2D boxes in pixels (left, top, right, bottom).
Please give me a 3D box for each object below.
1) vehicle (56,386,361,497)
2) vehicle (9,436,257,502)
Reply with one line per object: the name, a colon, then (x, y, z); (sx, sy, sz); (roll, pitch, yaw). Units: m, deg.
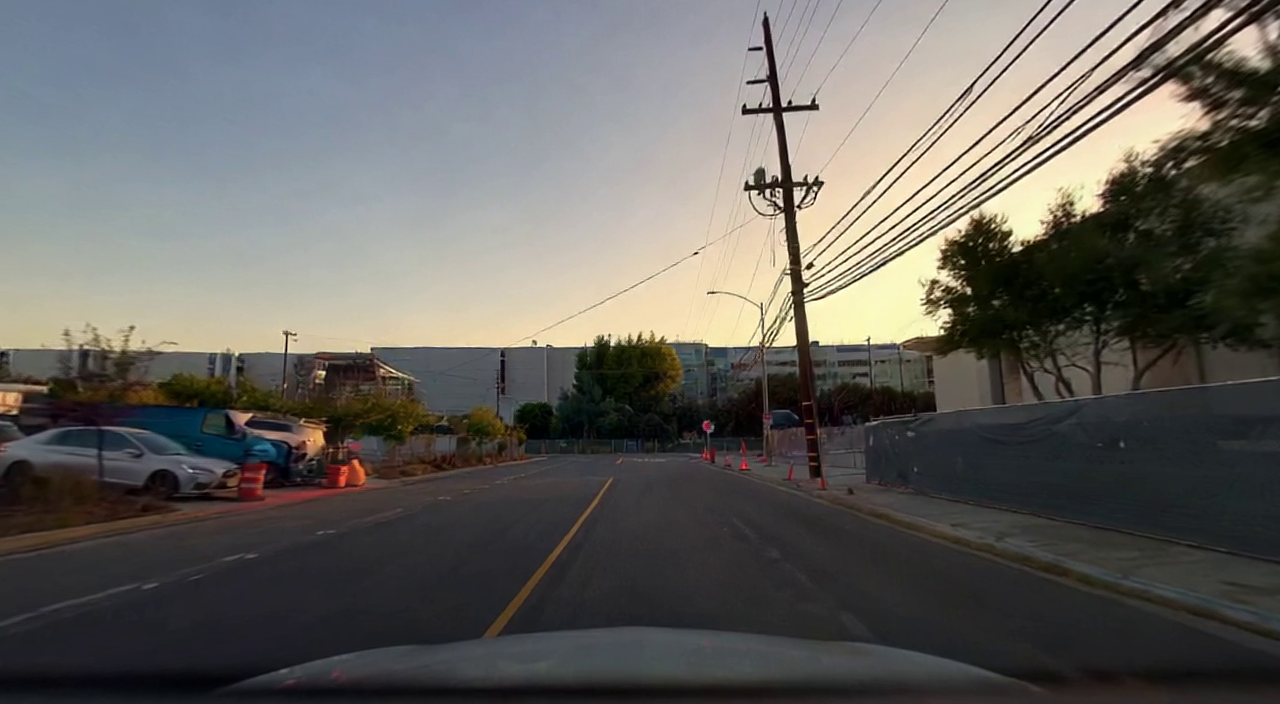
vehicle: (-12.735, 2.712, 19.220); (6.887, 3.069, 3.065); (0, -8, -1)
vehicle: (-12.697, 2.948, 16.041); (4.582, 1.487, 1.947); (1, -9, 0)
